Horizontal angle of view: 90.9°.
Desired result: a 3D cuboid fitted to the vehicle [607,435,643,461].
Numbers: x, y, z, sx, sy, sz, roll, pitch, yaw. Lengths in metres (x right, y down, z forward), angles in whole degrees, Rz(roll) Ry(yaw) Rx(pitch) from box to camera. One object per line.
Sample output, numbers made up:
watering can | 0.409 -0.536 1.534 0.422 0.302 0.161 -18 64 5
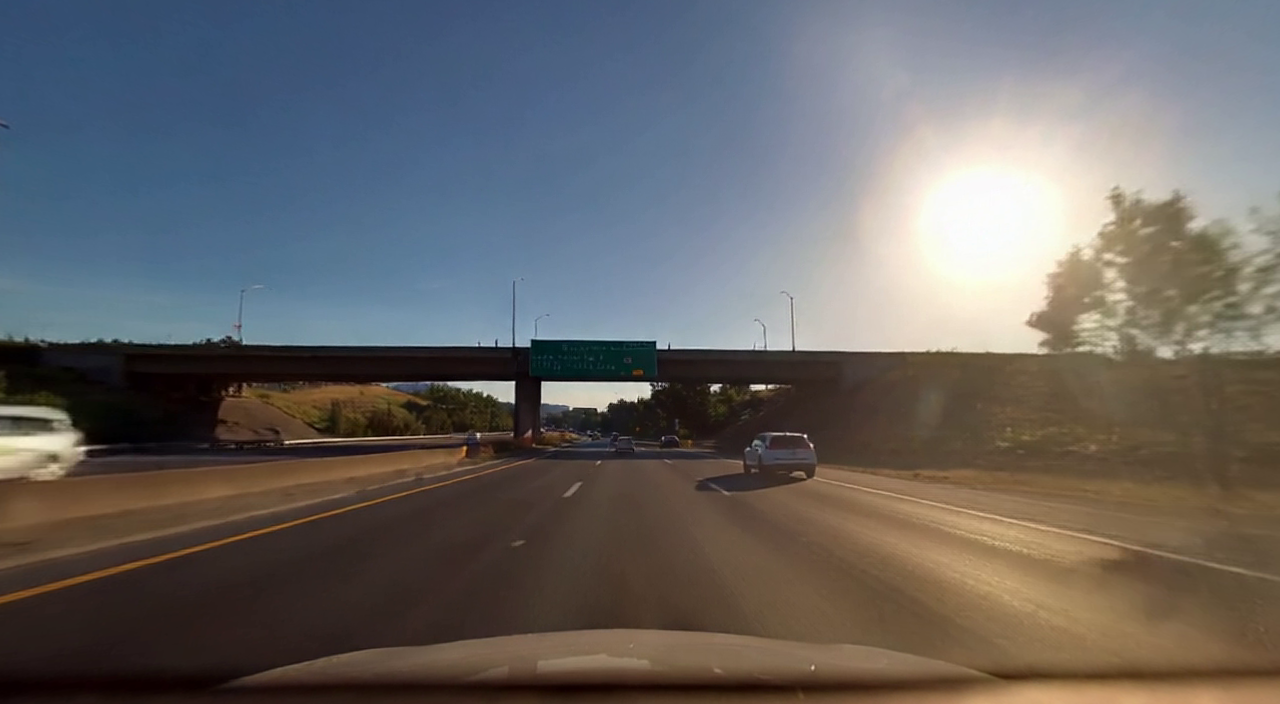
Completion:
vehicle | -0.894 5.599 37.056 1.987 1.440 3.565 1 -8 -2

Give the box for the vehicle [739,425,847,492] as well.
vehicle | 4.009 2.846 17.188 1.892 1.600 3.782 1 -8 -2
